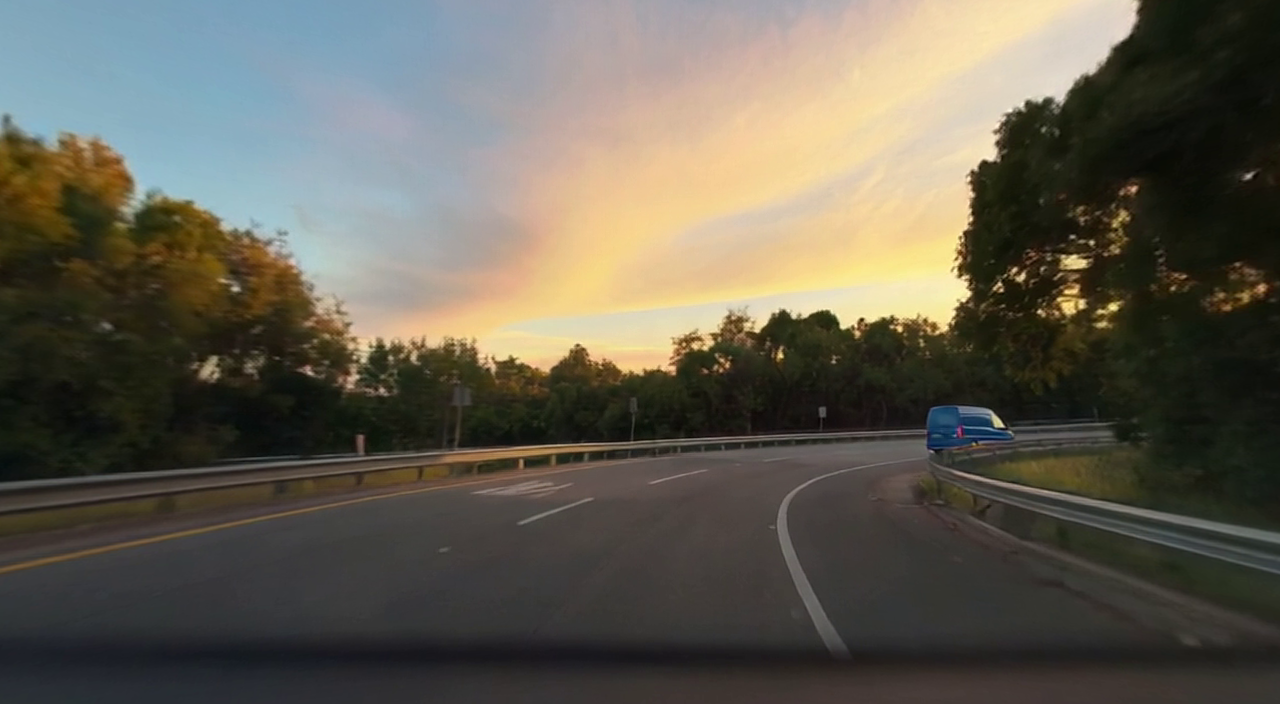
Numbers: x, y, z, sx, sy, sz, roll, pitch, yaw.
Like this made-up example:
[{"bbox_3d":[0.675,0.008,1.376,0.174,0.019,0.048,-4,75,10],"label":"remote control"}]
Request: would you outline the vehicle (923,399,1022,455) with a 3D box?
[{"bbox_3d":[16.867,3.835,31.849,5.330,2.577,2.352,7,-10,-39],"label":"vehicle"}]
